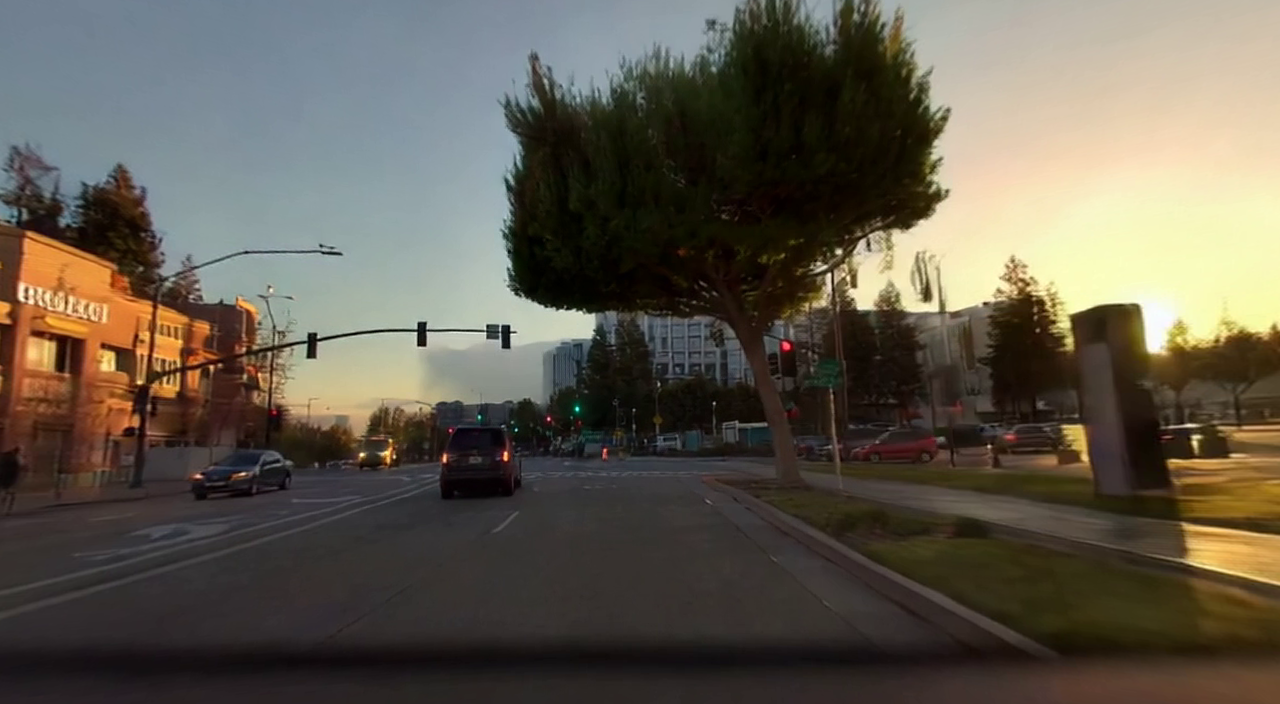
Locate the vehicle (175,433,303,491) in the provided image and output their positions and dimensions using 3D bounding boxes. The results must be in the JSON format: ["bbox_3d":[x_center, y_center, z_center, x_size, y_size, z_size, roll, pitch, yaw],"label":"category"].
[{"bbox_3d":[-16.928,4.660,27.187,2.555,2.199,5.958,2,-9,-11],"label":"vehicle"}]

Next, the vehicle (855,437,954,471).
[{"bbox_3d":[14.777,5.711,35.565,4.857,1.803,2.147,-3,-9,20],"label":"vehicle"}]

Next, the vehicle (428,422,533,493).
[{"bbox_3d":[-4.552,3.108,18.906,2.134,1.799,5.082,0,-9,-4],"label":"vehicle"}]

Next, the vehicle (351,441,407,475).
[{"bbox_3d":[-14.898,6.036,36.327,2.433,1.784,4.681,2,-9,-17],"label":"vehicle"}]

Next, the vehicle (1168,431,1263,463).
[{"bbox_3d":[36.564,6.030,40.178,4.439,1.764,2.259,5,-8,-13],"label":"vehicle"}]
